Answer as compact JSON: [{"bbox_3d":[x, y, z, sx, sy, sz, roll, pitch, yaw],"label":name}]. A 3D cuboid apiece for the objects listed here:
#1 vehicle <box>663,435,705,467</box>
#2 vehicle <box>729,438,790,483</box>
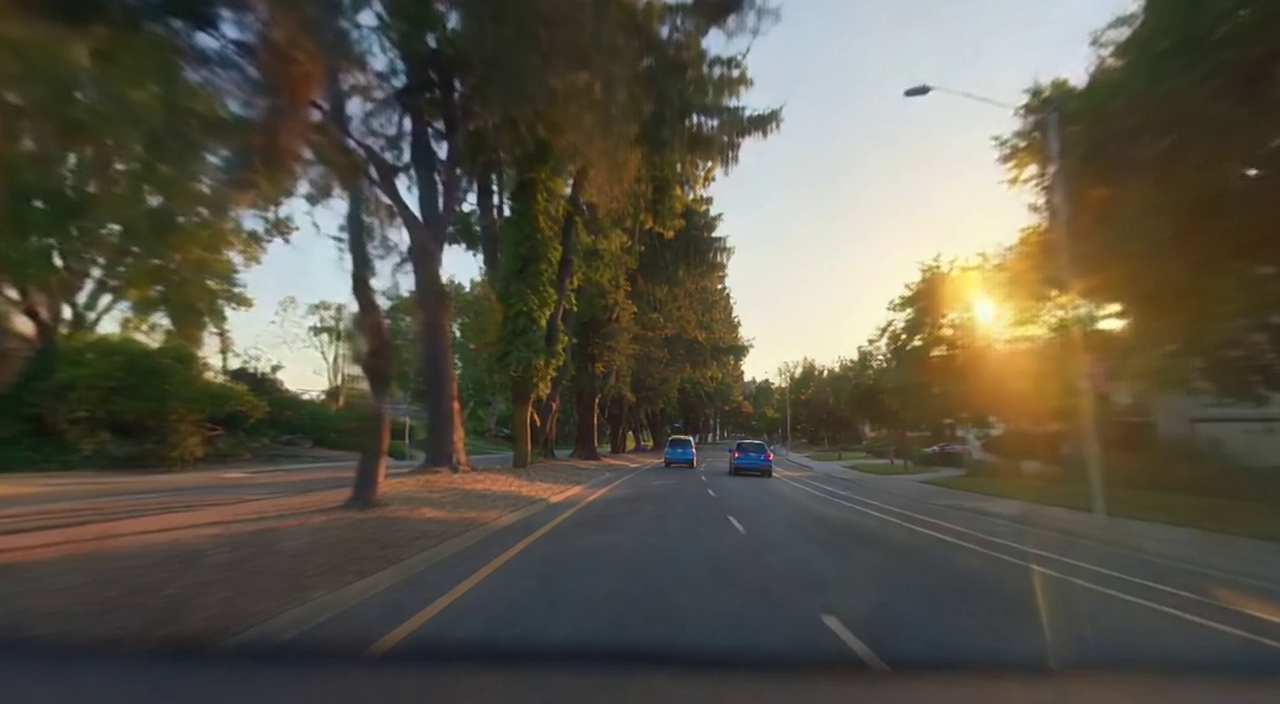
[{"bbox_3d":[2.728,5.974,38.010,2.251,1.822,4.391,-1,-8,8],"label":"vehicle"},{"bbox_3d":[4.801,4.384,25.762,1.971,1.663,4.287,-1,-8,5],"label":"vehicle"}]
